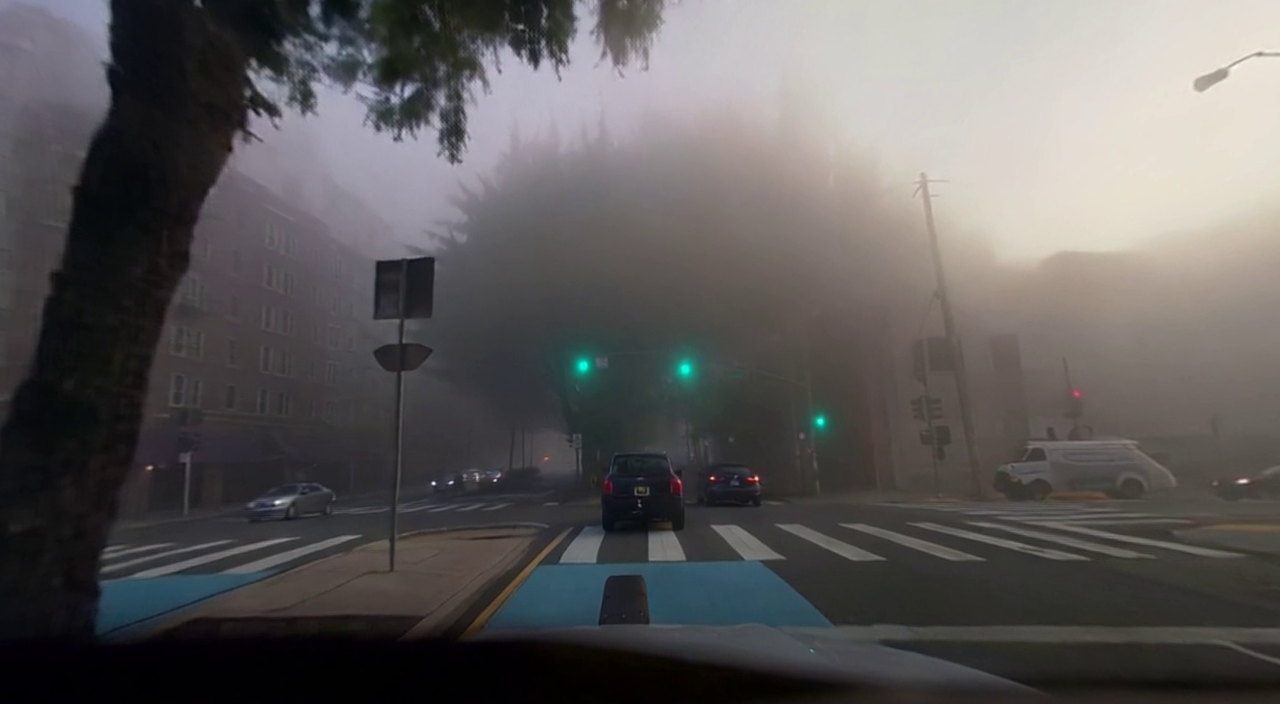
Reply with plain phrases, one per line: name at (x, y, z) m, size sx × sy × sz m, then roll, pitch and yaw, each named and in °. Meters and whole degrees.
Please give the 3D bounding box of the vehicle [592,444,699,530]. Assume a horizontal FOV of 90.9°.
vehicle at (0.093, 3.128, 15.186) m, size 2.209 × 1.748 × 4.130 m, roll 0°, pitch -9°, yaw -1°

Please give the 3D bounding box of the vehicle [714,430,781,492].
vehicle at (6.326, 6.536, 38.251) m, size 2.803 × 3.401 × 6.688 m, roll 0°, pitch -9°, yaw 0°

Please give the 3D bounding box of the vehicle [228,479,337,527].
vehicle at (-14.192, 5.992, 25.375) m, size 1.856 × 1.521 × 4.309 m, roll 0°, pitch -9°, yaw 0°

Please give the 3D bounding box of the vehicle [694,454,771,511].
vehicle at (3.129, 4.496, 22.153) m, size 1.939 × 1.746 × 4.091 m, roll 0°, pitch -9°, yaw -2°

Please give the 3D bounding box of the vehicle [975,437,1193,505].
vehicle at (13.994, 3.770, 20.236) m, size 5.156 × 2.005 × 2.122 m, roll -1°, pitch -9°, yaw 6°

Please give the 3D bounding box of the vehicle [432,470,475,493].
vehicle at (-14.435, 10.053, 49.051) m, size 2.043 × 1.526 × 4.617 m, roll 0°, pitch -9°, yaw -1°
